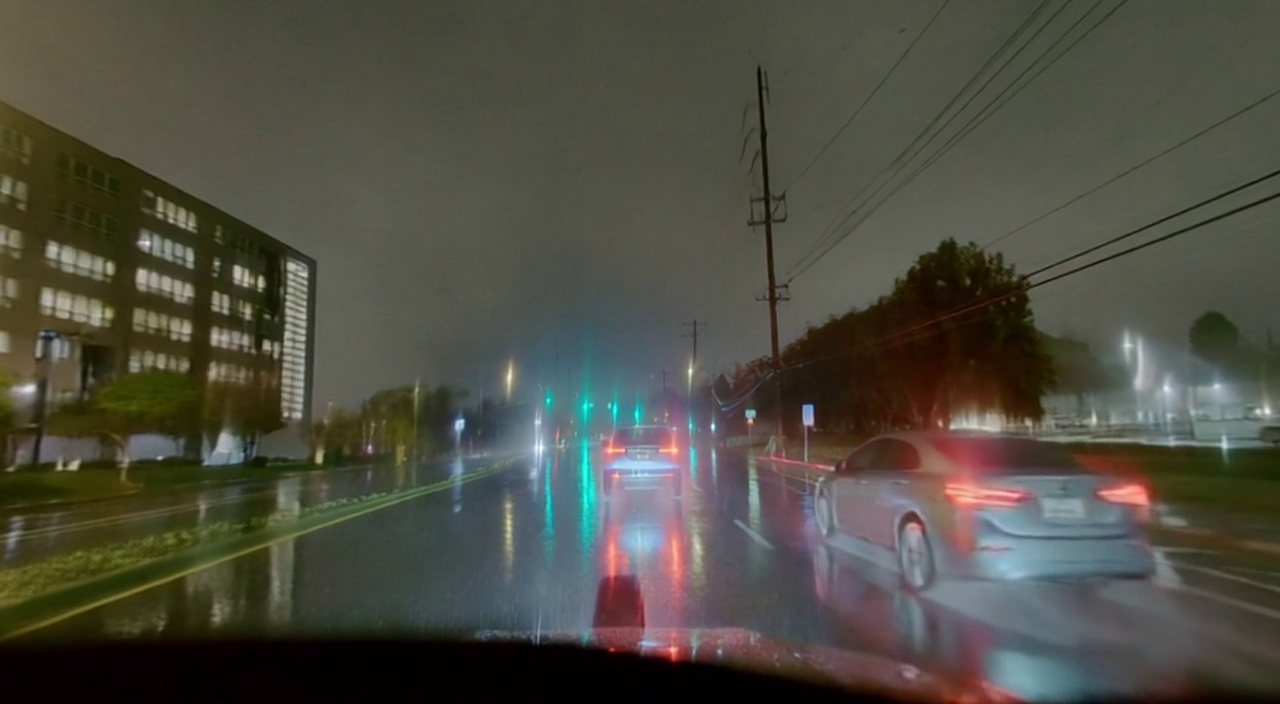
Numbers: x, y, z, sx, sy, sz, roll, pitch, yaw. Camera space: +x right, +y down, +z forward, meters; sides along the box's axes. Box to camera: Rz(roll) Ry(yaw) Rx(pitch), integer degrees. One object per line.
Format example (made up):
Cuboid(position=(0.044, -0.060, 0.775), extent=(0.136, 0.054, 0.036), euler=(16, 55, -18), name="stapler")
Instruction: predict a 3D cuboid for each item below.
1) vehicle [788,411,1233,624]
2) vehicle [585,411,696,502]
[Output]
Cuboid(position=(3.168, 1.500, 6.815), extent=(1.990, 1.482, 4.575), euler=(0, -8, 0), name="vehicle")
Cuboid(position=(0.014, 2.392, 14.761), extent=(2.189, 1.776, 4.342), euler=(0, -8, 0), name="vehicle")
